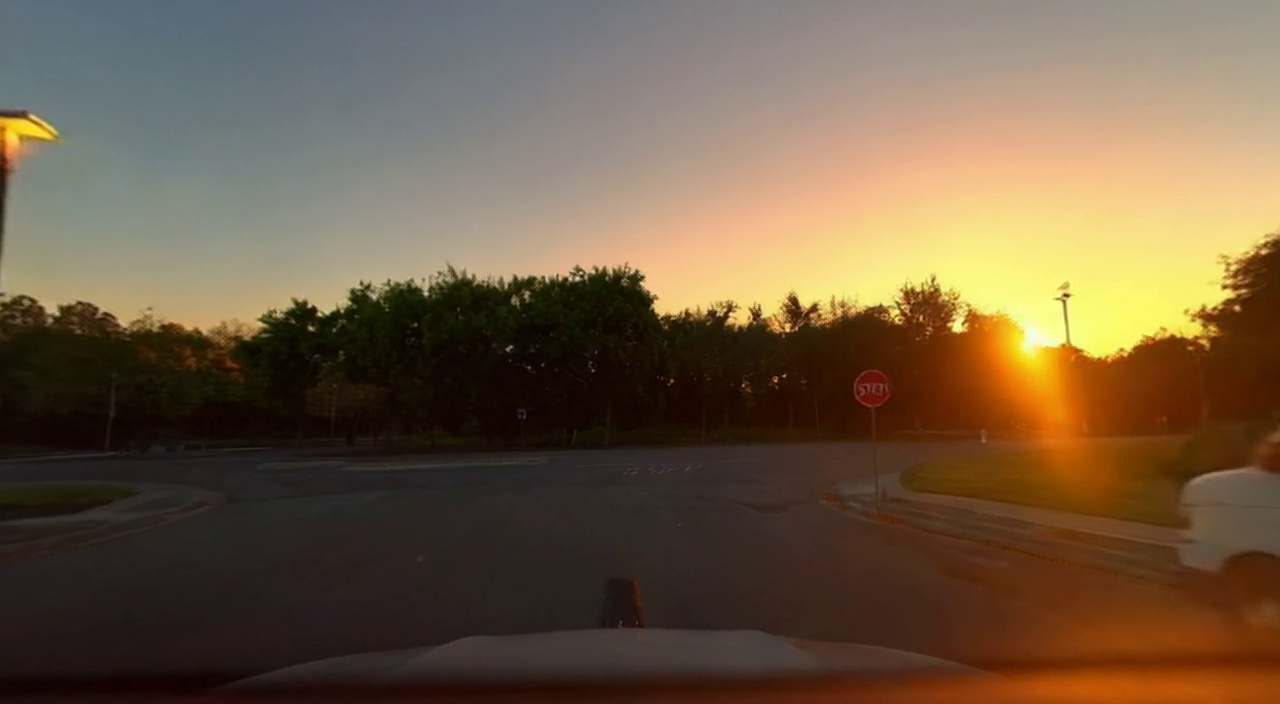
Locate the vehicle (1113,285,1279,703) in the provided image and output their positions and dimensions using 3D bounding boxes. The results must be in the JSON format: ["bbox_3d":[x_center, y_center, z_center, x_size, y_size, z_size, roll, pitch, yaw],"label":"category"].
[{"bbox_3d":[4.905,0.490,1.413,2.659,2.245,5.991,1,-8,-5],"label":"vehicle"}]
